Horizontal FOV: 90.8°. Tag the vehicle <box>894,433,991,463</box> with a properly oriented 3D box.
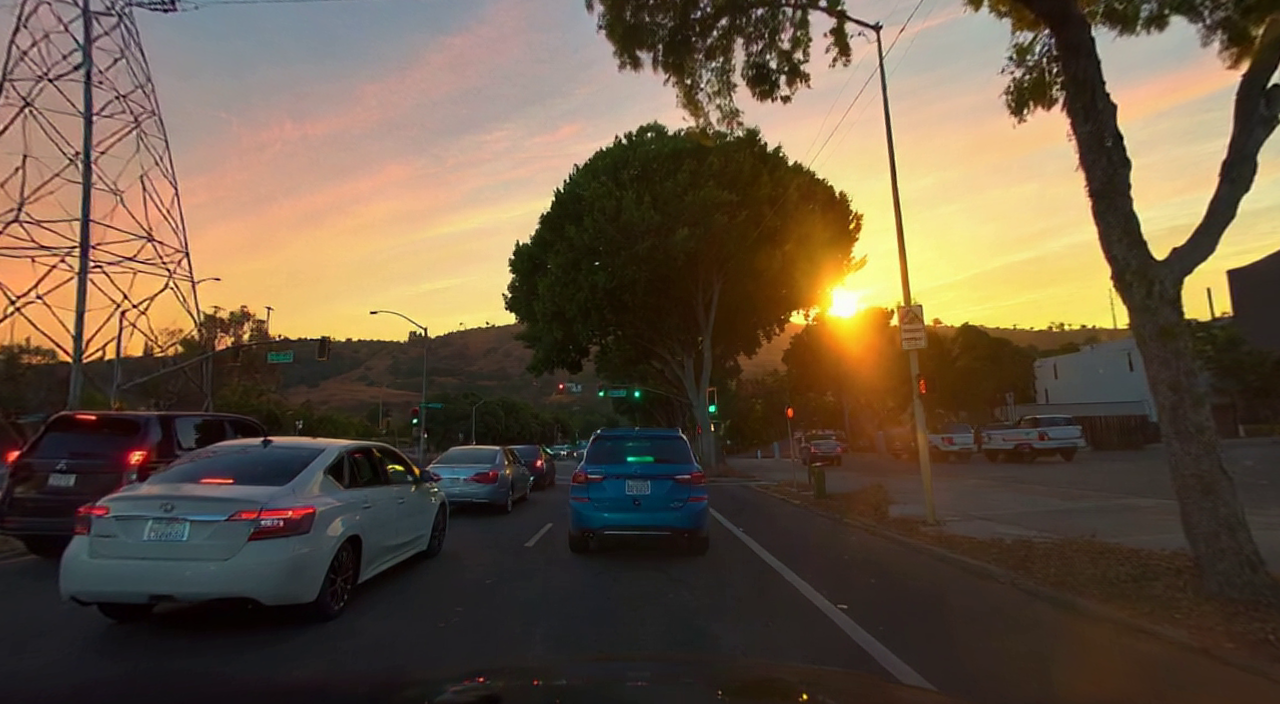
[{"bbox_3d":[15.105,4.808,31.711,3.858,1.437,1.899,0,-8,-4],"label":"vehicle"}]

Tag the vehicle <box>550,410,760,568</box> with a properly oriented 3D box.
[{"bbox_3d":[0.092,1.775,8.947,2.239,1.661,4.224,0,-8,-2],"label":"vehicle"}]

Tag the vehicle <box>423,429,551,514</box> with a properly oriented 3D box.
[{"bbox_3d":[-3.266,2.624,14.341,1.997,1.636,3.760,0,-8,-1],"label":"vehicle"}]

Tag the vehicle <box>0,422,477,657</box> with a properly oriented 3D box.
[{"bbox_3d":[-3.169,1.522,6.315,1.973,1.469,4.448,0,-8,-1],"label":"vehicle"}]
